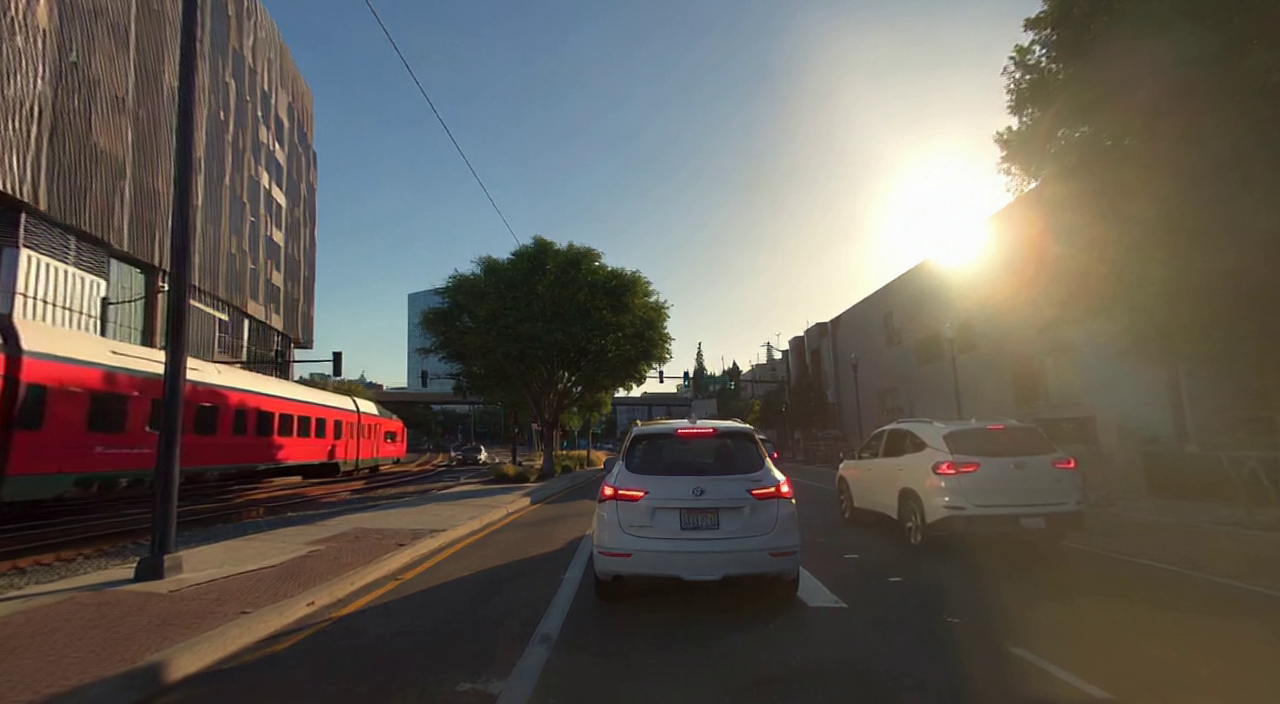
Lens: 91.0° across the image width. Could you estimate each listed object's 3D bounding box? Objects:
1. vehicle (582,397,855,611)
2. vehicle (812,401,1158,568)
[{"bbox_3d":[0.515,1.518,7.144,2.190,1.684,4.084,0,-9,-3],"label":"vehicle"},{"bbox_3d":[4.366,1.783,9.269,2.165,1.760,5.064,0,-9,-1],"label":"vehicle"}]
